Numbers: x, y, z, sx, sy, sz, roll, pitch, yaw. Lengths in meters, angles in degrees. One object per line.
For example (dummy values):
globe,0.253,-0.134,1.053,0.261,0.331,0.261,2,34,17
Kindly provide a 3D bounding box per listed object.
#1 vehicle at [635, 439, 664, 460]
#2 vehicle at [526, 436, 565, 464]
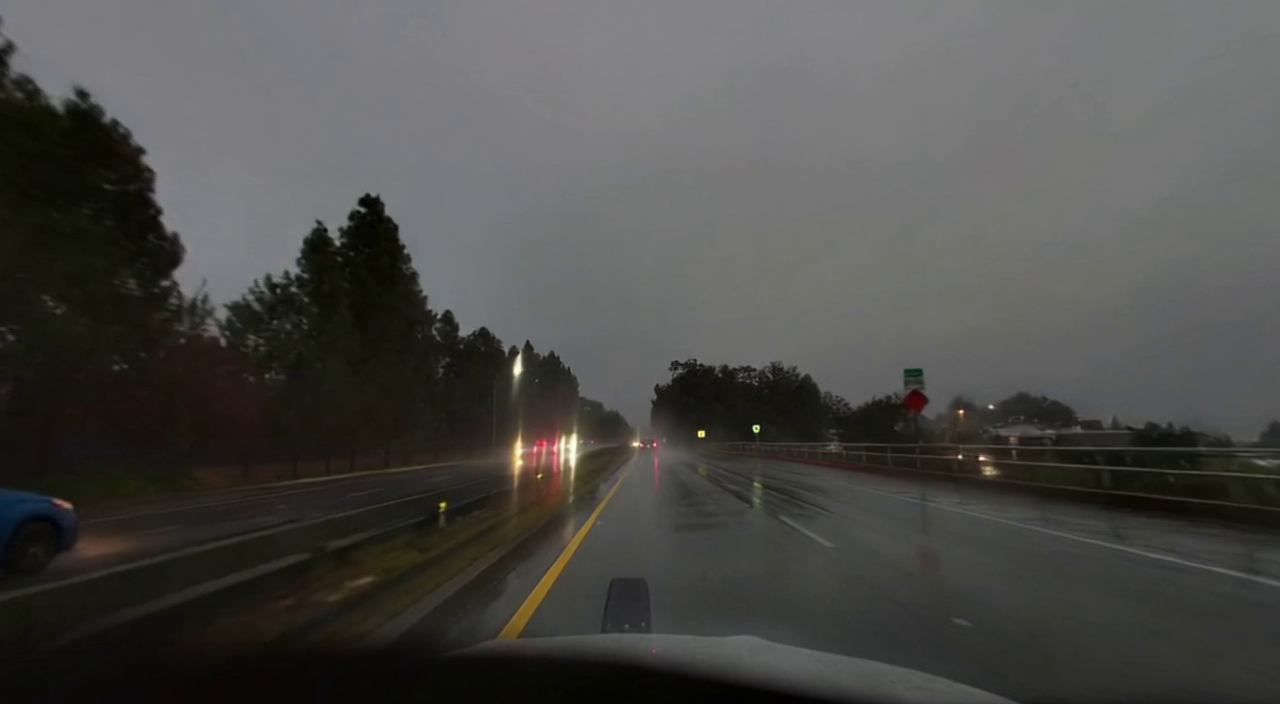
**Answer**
vehicle,0.688,7.265,46.952,2.061,1.469,3.782,0,-8,1
vehicle,-6.932,7.253,46.720,2.068,1.897,4.372,0,-8,2
